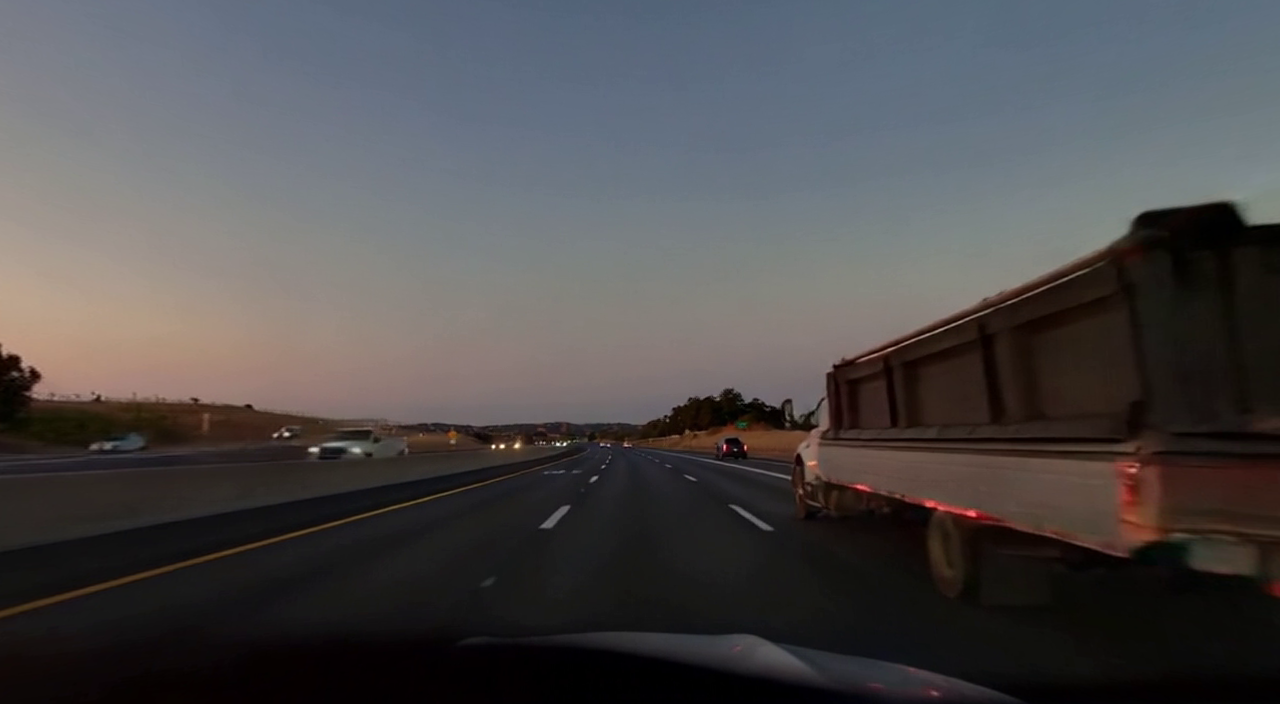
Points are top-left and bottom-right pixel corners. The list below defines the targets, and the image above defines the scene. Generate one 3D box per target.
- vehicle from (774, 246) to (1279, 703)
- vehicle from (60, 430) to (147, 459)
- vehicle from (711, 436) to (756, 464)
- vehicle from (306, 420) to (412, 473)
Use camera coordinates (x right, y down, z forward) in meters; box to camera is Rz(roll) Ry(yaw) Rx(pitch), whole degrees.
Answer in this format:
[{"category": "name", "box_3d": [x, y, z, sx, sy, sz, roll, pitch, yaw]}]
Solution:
[{"category": "vehicle", "box_3d": [3.677, 1.189, 6.130, 2.981, 2.053, 7.897, 0, -8, 0]}, {"category": "vehicle", "box_3d": [-40.014, 6.914, 47.279, 2.371, 2.008, 5.235, 1, -9, -8]}, {"category": "vehicle", "box_3d": [6.125, 6.504, 41.926, 2.104, 1.723, 4.538, 0, -8, -2]}, {"category": "vehicle", "box_3d": [-14.003, 4.773, 32.053, 2.437, 2.397, 6.468, 0, -8, -1]}]
